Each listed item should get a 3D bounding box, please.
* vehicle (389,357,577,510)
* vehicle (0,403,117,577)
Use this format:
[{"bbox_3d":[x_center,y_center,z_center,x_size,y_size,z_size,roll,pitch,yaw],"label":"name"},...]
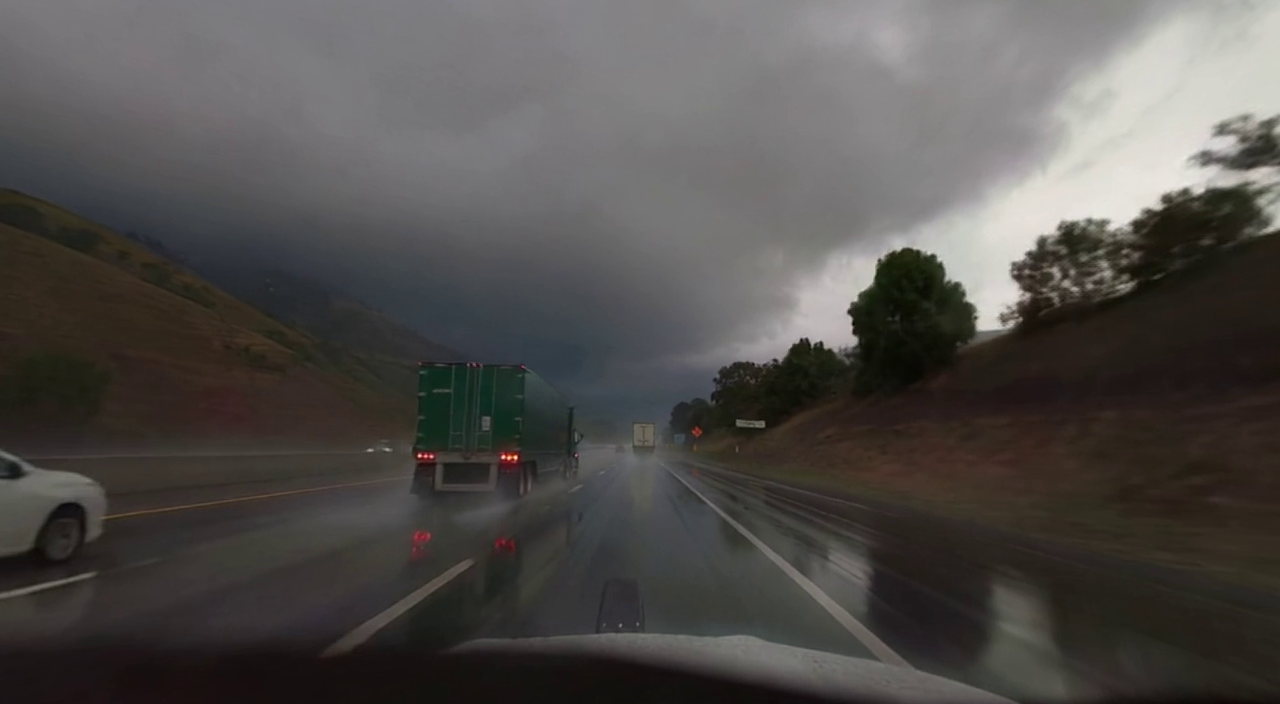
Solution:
[{"bbox_3d":[-3.909,2.556,19.015,2.789,3.271,10.894,0,-9,0],"label":"vehicle"},{"bbox_3d":[-7.462,1.207,5.222,2.125,1.725,4.715,0,-9,0],"label":"vehicle"}]
